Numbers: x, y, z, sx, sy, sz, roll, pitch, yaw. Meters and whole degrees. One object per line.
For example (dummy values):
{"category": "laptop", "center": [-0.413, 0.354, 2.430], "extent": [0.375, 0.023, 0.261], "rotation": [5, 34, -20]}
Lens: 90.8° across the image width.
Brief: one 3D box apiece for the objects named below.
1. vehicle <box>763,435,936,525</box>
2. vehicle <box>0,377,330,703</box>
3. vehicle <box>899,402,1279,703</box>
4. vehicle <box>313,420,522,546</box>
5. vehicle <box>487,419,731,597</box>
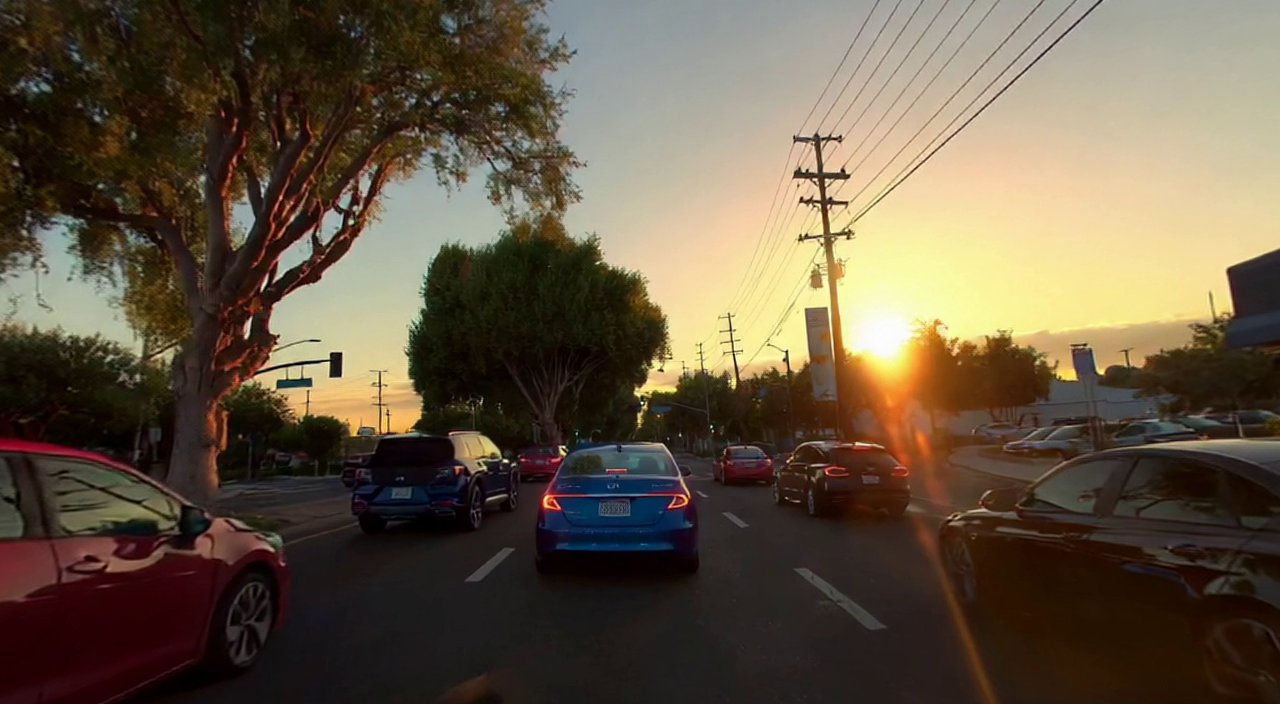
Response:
{"category": "vehicle", "center": [3.926, 2.467, 12.766], "extent": [1.909, 1.473, 4.361], "rotation": [0, -9, -1]}
{"category": "vehicle", "center": [-2.874, 0.776, 1.501], "extent": [1.984, 1.496, 4.530], "rotation": [0, -9, 0]}
{"category": "vehicle", "center": [3.668, 1.193, 4.200], "extent": [1.929, 1.479, 4.723], "rotation": [0, -9, 1]}
{"category": "vehicle", "center": [-3.414, 2.096, 10.749], "extent": [1.979, 1.697, 4.254], "rotation": [0, -9, 0]}
{"category": "vehicle", "center": [-0.317, 1.635, 7.425], "extent": [2.097, 1.511, 3.809], "rotation": [0, -9, -2]}
